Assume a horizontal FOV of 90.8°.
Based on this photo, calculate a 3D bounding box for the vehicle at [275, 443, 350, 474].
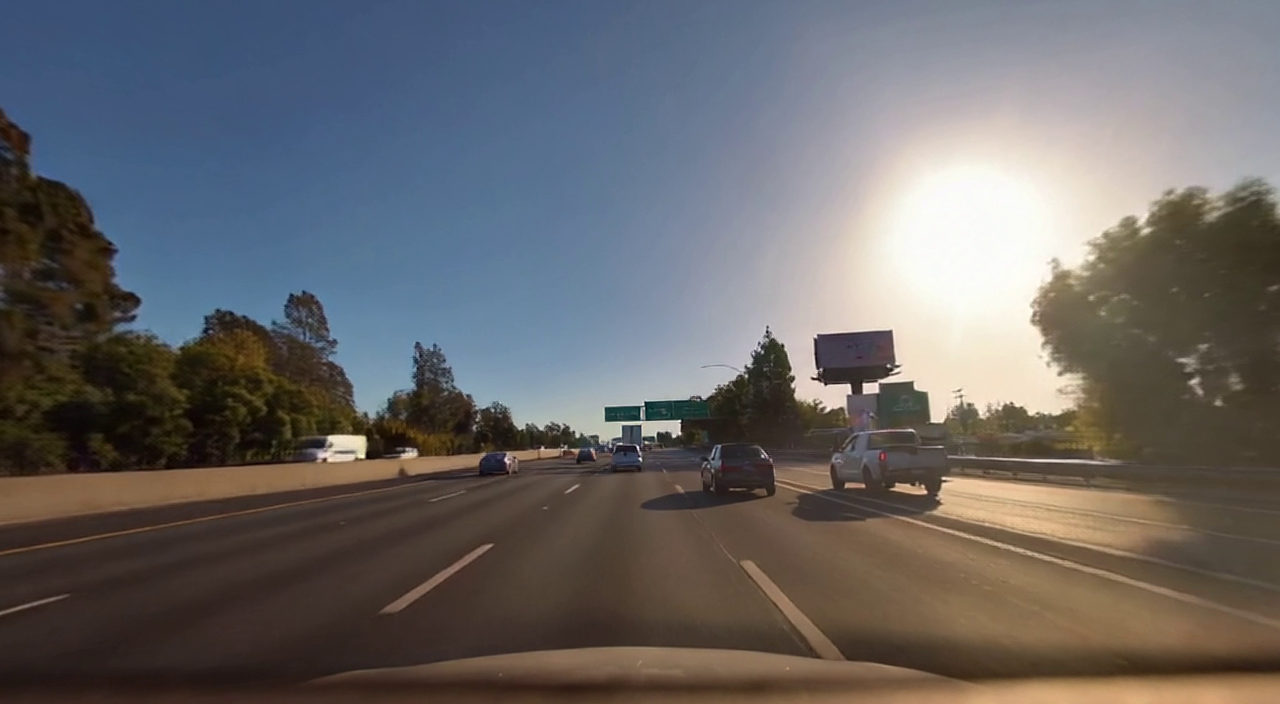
[{"bbox_3d":[-19.175,6.227,37.236,1.845,1.731,4.715,0,-8,1],"label":"vehicle"}]

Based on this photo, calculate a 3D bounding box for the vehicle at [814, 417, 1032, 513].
[{"bbox_3d":[6.515,2.707,15.722,2.635,1.919,5.907,0,-8,-1],"label":"vehicle"}]

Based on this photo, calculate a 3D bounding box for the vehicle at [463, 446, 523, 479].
[{"bbox_3d":[-7.251,5.475,31.541,1.920,1.482,4.385,0,-8,0],"label":"vehicle"}]

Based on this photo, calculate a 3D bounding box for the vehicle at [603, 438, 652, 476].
[{"bbox_3d":[-0.620,5.388,32.662,2.323,1.805,4.729,0,-8,0],"label":"vehicle"}]

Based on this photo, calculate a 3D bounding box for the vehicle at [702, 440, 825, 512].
[{"bbox_3d":[2.768,2.870,15.198,2.011,1.462,4.286,0,-8,-1],"label":"vehicle"}]

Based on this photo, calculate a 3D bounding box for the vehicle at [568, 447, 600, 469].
[{"bbox_3d":[-4.047,7.711,46.164,1.935,1.487,4.076,0,-8,0],"label":"vehicle"}]
